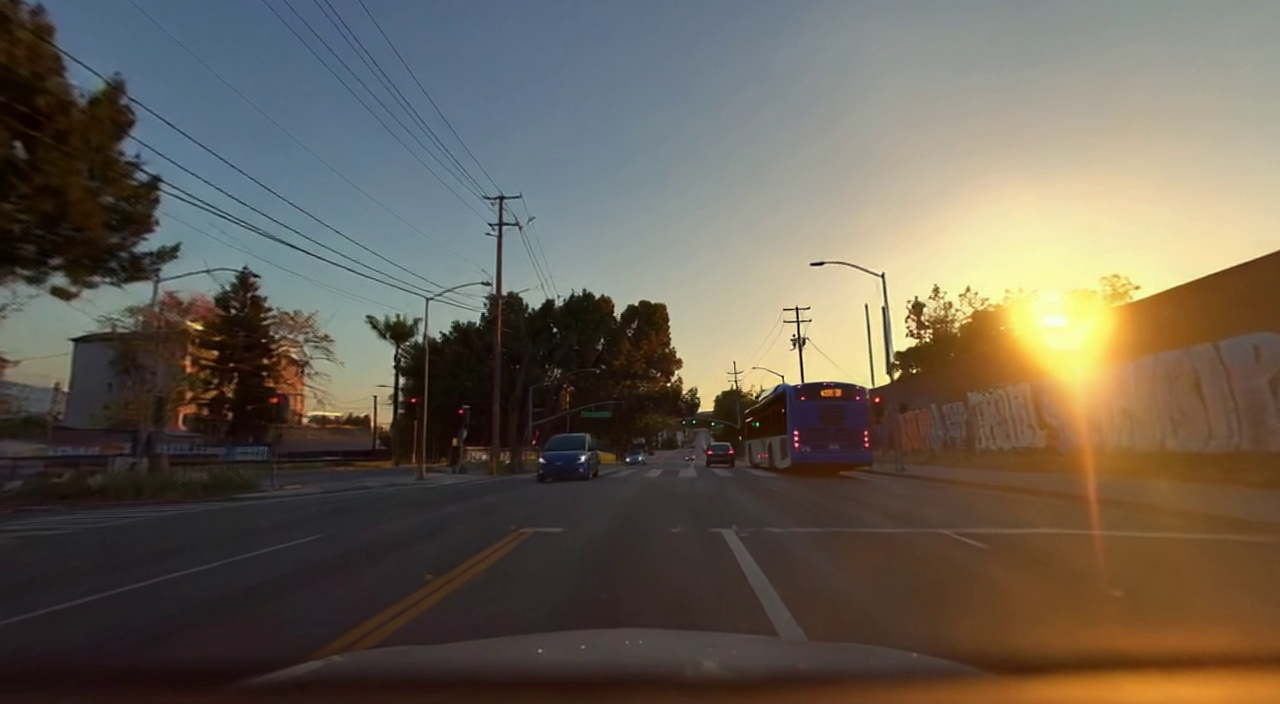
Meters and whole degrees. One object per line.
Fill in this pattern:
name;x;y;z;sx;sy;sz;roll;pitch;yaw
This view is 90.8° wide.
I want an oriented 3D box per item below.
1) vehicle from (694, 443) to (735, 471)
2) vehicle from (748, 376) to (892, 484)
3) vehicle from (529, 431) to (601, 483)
vehicle;4.168;5.899;35.816;1.961;1.470;4.196;0;-8;2
vehicle;6.823;3.414;26.592;3.045;3.447;12.604;-1;-8;3
vehicle;-2.787;4.025;24.475;2.015;1.818;4.061;-1;-8;4
